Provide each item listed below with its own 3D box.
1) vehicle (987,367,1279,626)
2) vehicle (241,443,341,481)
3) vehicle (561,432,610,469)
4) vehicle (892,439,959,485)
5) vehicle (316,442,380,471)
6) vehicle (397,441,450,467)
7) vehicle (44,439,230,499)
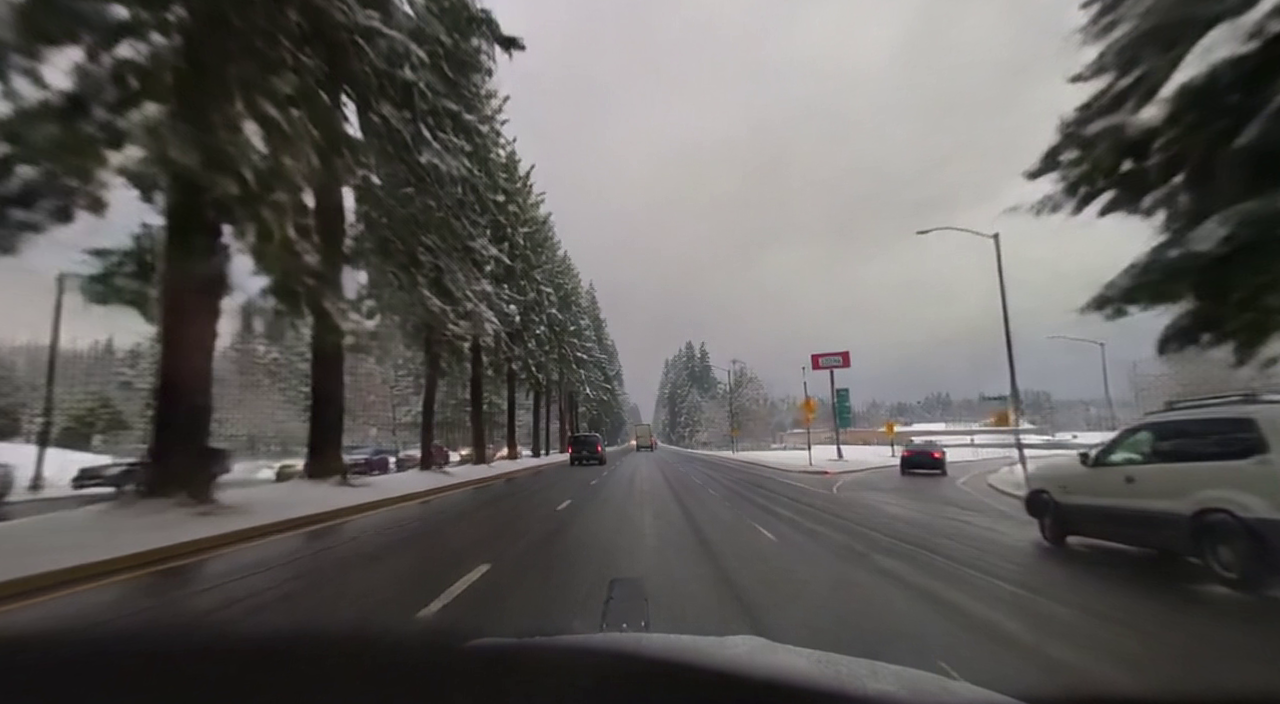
[{"bbox_3d":[6.550,1.493,7.273,2.381,2.008,5.971,-1,-9,8],"label":"vehicle"},{"bbox_3d":[-16.477,5.195,30.092,2.042,1.654,4.603,0,-9,1],"label":"vehicle"},{"bbox_3d":[-3.054,5.683,36.430,2.255,1.940,4.822,0,-9,2],"label":"vehicle"},{"bbox_3d":[12.077,4.614,26.869,2.280,1.757,4.572,-4,-9,22],"label":"vehicle"},{"bbox_3d":[-19.692,7.058,42.760,2.036,1.770,4.623,1,-9,0],"label":"vehicle"},{"bbox_3d":[-16.008,7.564,46.935,2.182,1.790,4.713,0,-9,1],"label":"vehicle"},{"bbox_3d":[-16.539,3.837,21.176,2.163,1.761,4.848,0,-9,1],"label":"vehicle"}]
